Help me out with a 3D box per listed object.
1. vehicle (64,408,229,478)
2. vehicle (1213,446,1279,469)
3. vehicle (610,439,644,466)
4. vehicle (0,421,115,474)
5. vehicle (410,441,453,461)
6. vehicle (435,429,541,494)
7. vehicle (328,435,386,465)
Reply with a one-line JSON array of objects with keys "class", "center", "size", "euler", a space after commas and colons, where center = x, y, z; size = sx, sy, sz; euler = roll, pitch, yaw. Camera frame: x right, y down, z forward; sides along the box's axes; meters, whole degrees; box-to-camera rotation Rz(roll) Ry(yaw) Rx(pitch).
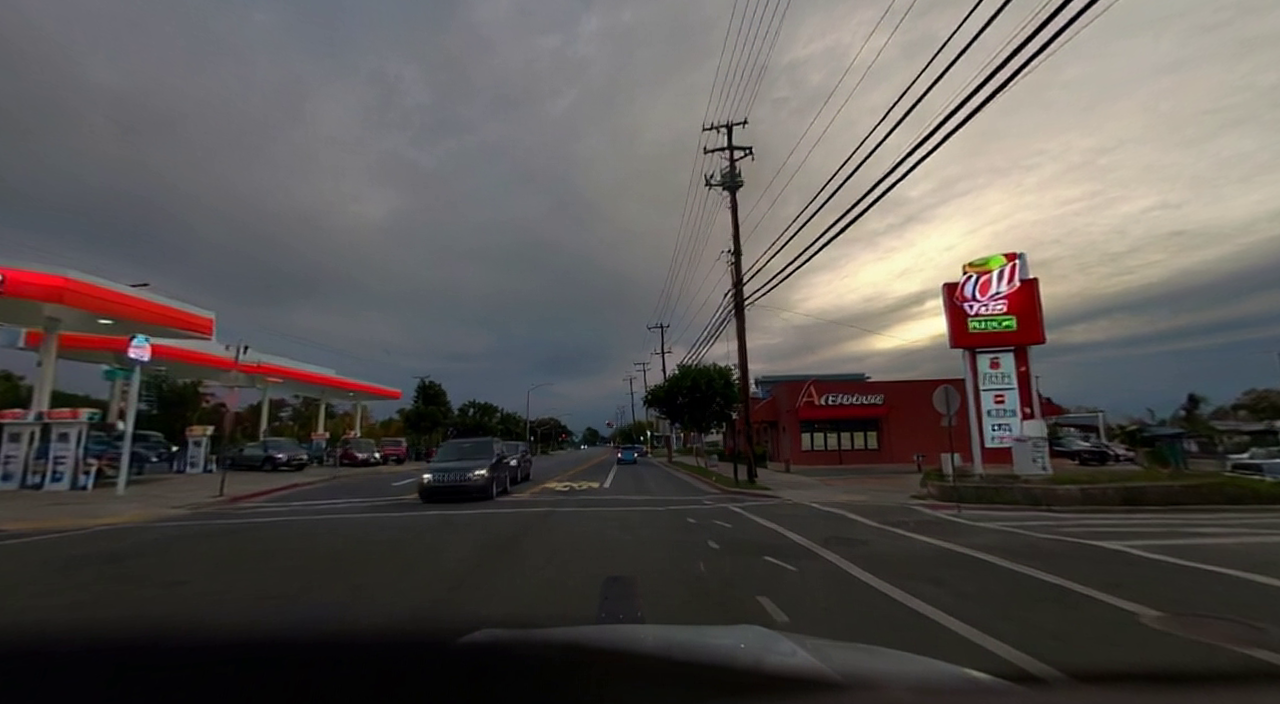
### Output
[{"class": "vehicle", "center": [-18.026, 3.390, 23.491], "size": [2.499, 2.309, 4.613], "euler": [0, -9, -3]}, {"class": "vehicle", "center": [43.014, 7.307, 43.920], "size": [1.826, 1.508, 4.639], "euler": [1, -9, -2]}, {"class": "vehicle", "center": [-0.909, 6.581, 41.557], "size": [2.000, 1.663, 4.271], "euler": [1, -8, -3]}, {"class": "vehicle", "center": [-20.361, 3.235, 21.249], "size": [1.913, 1.591, 4.374], "euler": [2, -10, -7]}, {"class": "vehicle", "center": [-15.758, 7.521, 47.939], "size": [1.947, 1.435, 4.606], "euler": [0, -8, -3]}, {"class": "vehicle", "center": [-4.741, 3.484, 20.552], "size": [2.274, 1.844, 4.843], "euler": [0, -8, -1]}, {"class": "vehicle", "center": [-18.110, 6.298, 40.672], "size": [1.890, 1.761, 4.578], "euler": [1, -8, -4]}]
